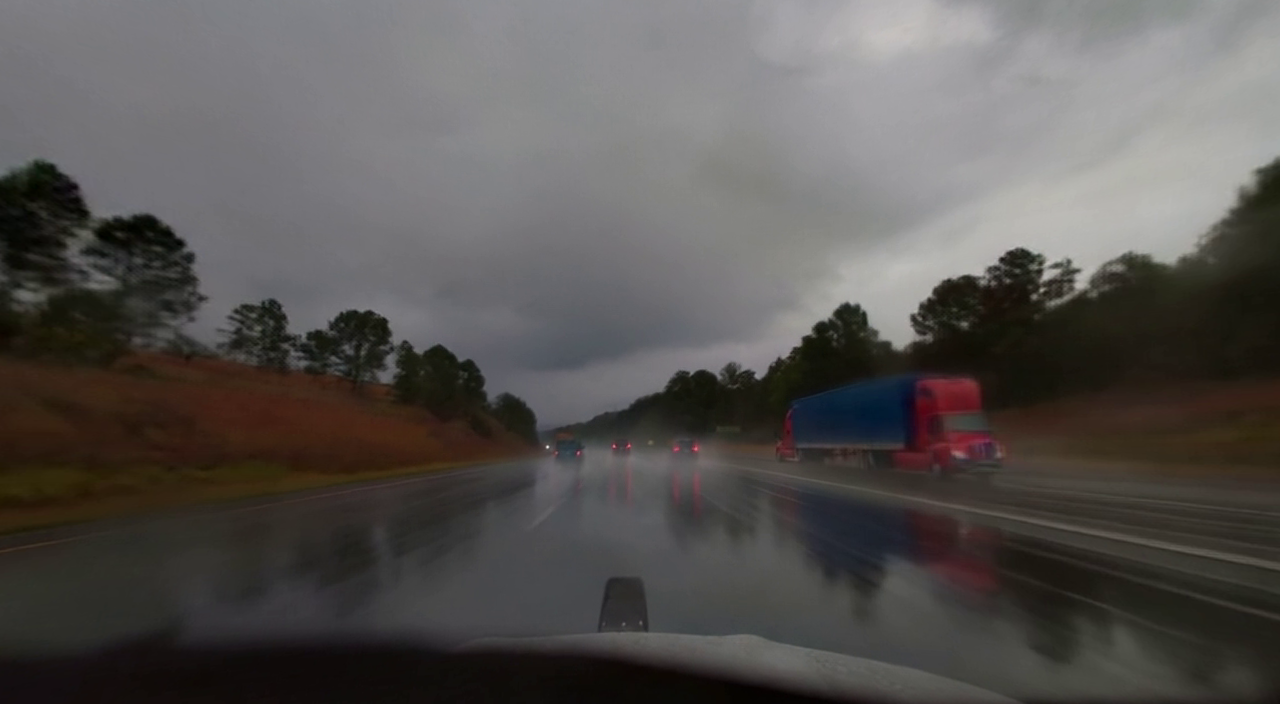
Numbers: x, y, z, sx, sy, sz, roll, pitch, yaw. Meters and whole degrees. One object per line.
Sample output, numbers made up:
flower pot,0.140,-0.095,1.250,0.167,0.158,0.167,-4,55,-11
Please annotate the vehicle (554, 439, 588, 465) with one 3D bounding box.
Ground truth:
vehicle,-5.077,7.464,47.225,2.120,1.855,4.619,0,-8,-1

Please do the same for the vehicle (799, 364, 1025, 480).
vehicle,11.783,3.713,30.786,2.953,4.129,16.568,0,-8,-3

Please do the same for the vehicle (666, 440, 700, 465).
vehicle,3.066,7.230,45.525,1.995,1.712,4.206,0,-8,-3
